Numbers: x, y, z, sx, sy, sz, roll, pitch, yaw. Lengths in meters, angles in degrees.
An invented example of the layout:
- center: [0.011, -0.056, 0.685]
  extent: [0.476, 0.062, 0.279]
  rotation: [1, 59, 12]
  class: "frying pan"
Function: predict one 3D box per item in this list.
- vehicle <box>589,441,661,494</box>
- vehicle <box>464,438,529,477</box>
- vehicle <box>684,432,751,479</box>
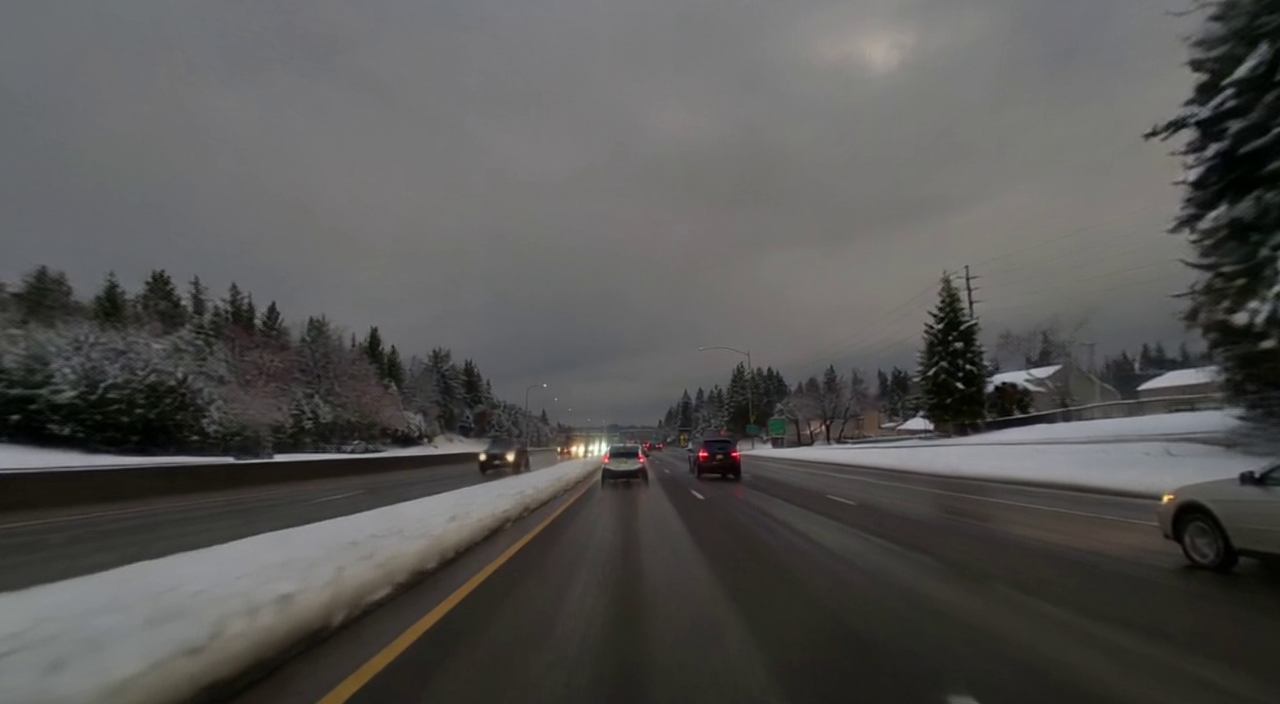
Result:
- center: [-0.413, 3.536, 19.657]
  extent: [2.040, 1.451, 3.736]
  rotation: [0, -9, 0]
  class: "vehicle"
- center: [-7.318, 5.448, 32.853]
  extent: [2.205, 1.832, 5.001]
  rotation: [0, -9, 0]
  class: "vehicle"
- center: [3.197, 4.399, 27.038]
  extent: [2.186, 1.842, 4.553]
  rotation: [0, -9, -2]
  class: "vehicle"
